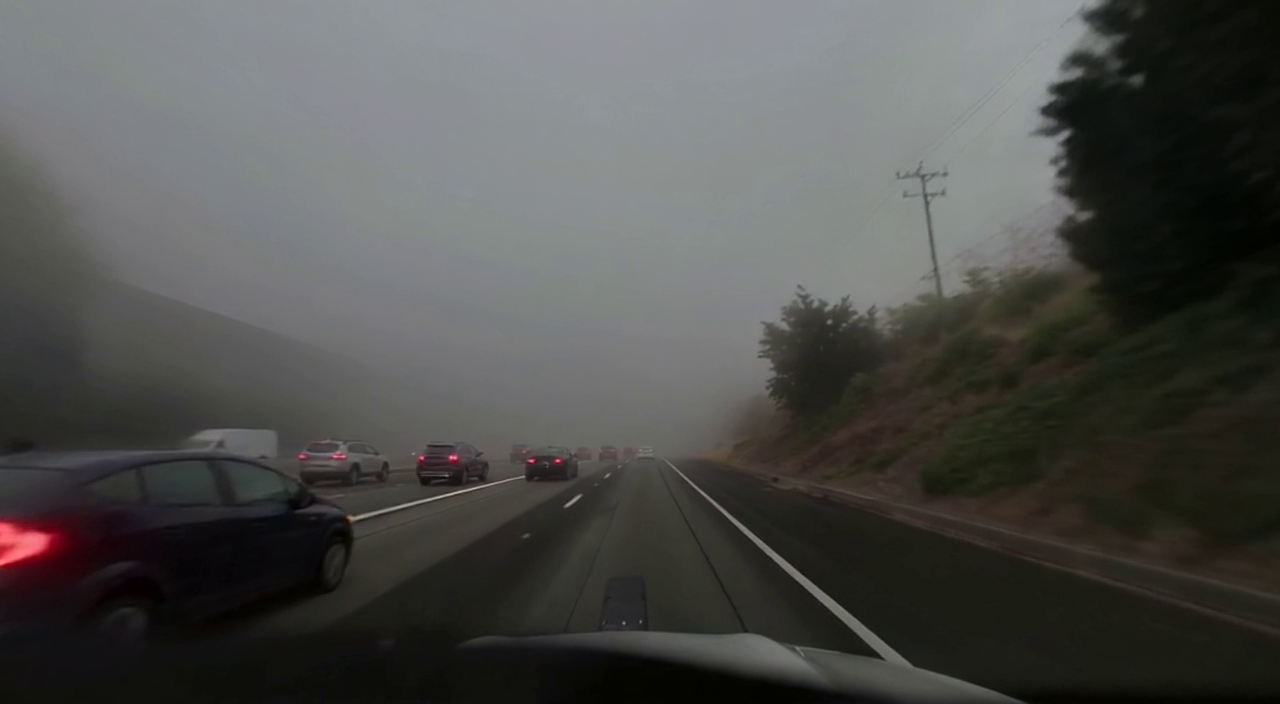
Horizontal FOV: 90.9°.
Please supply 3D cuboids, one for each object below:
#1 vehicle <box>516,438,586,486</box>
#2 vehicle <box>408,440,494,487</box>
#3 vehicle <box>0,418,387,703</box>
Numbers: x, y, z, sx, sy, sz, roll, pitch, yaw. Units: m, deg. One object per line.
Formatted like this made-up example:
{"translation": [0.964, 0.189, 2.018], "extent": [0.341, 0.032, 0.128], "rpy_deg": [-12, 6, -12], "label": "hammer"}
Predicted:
{"translation": [-3.460, 4.364, 25.399], "extent": [2.052, 1.731, 4.372], "rpy_deg": [0, -8, 2], "label": "vehicle"}
{"translation": [-7.251, 4.301, 24.683], "extent": [1.959, 1.652, 4.170], "rpy_deg": [0, -8, 2], "label": "vehicle"}
{"translation": [-3.502, 1.191, 3.839], "extent": [2.056, 1.449, 4.330], "rpy_deg": [0, -8, 1], "label": "vehicle"}
